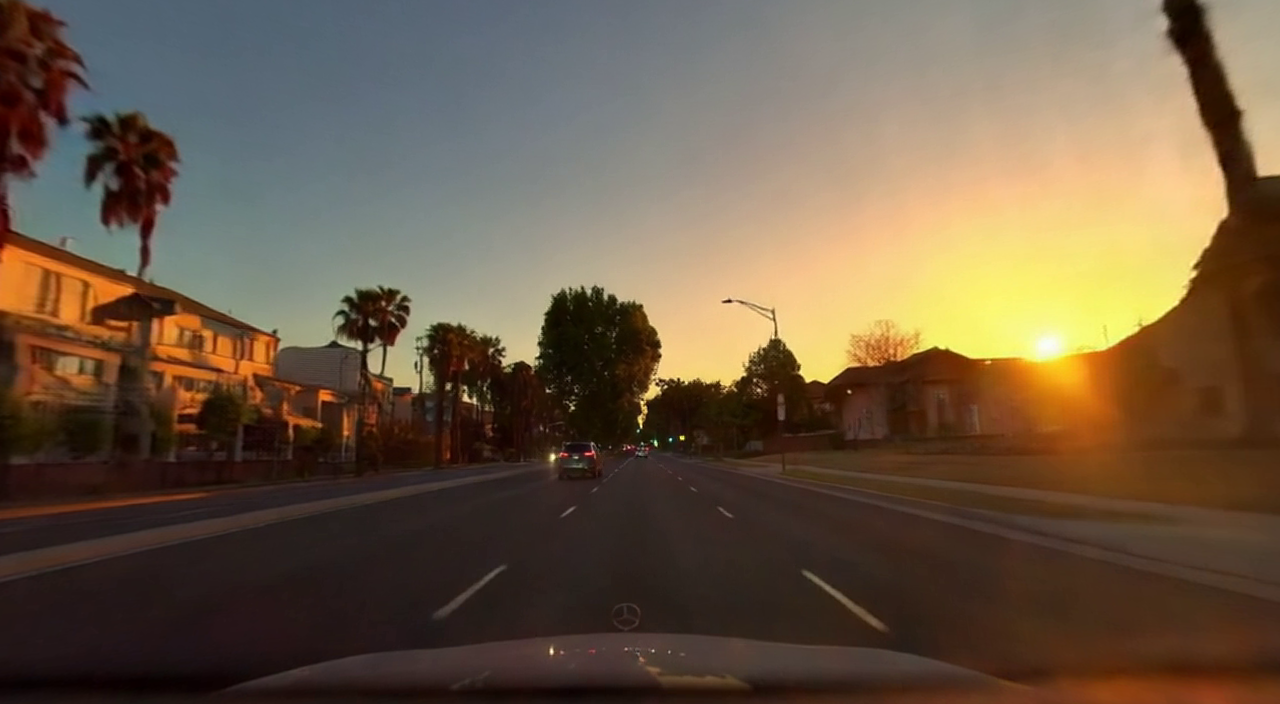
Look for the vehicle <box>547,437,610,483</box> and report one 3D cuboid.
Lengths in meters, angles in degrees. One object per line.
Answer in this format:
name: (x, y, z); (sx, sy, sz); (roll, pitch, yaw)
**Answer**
vehicle: (-2.773, 5.073, 29.824); (2.370, 1.968, 5.698); (0, -9, 1)
